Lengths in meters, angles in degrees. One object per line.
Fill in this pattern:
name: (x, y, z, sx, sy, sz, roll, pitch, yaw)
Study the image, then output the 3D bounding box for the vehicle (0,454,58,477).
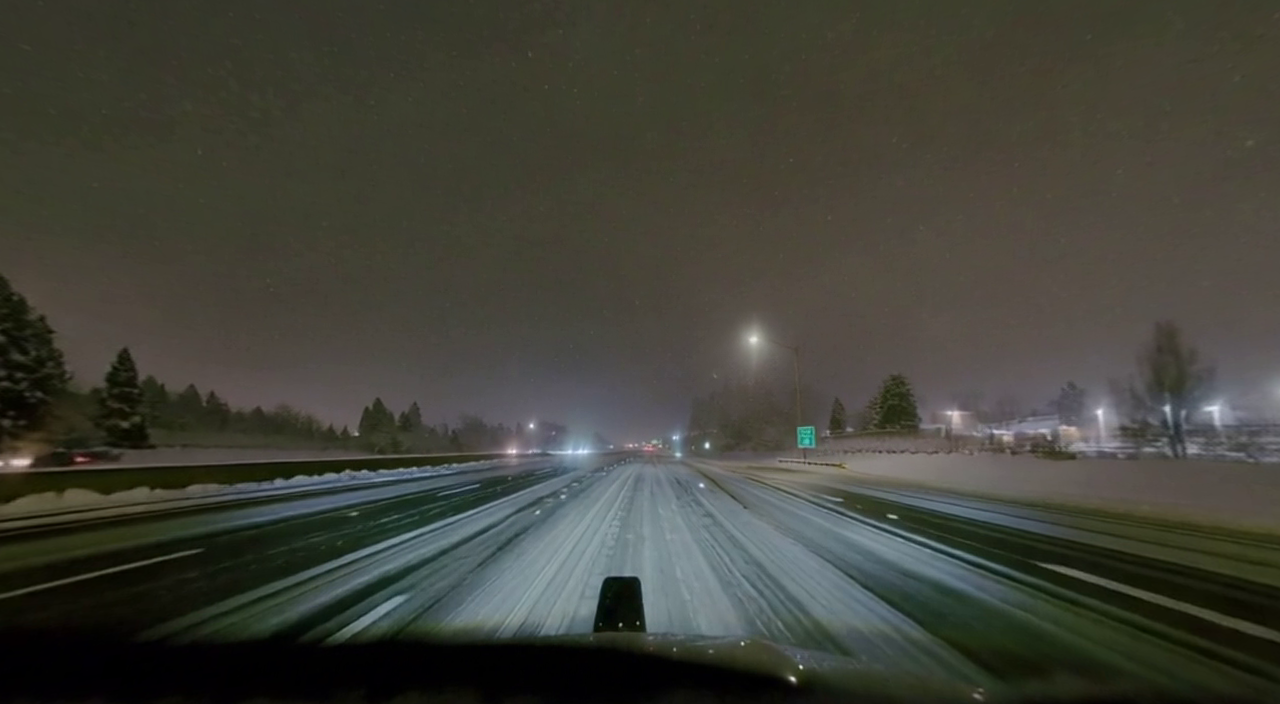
vehicle: (-47.121, 8.536, 47.627, 1.857, 1.578, 4.591, 0, -9, -1)
